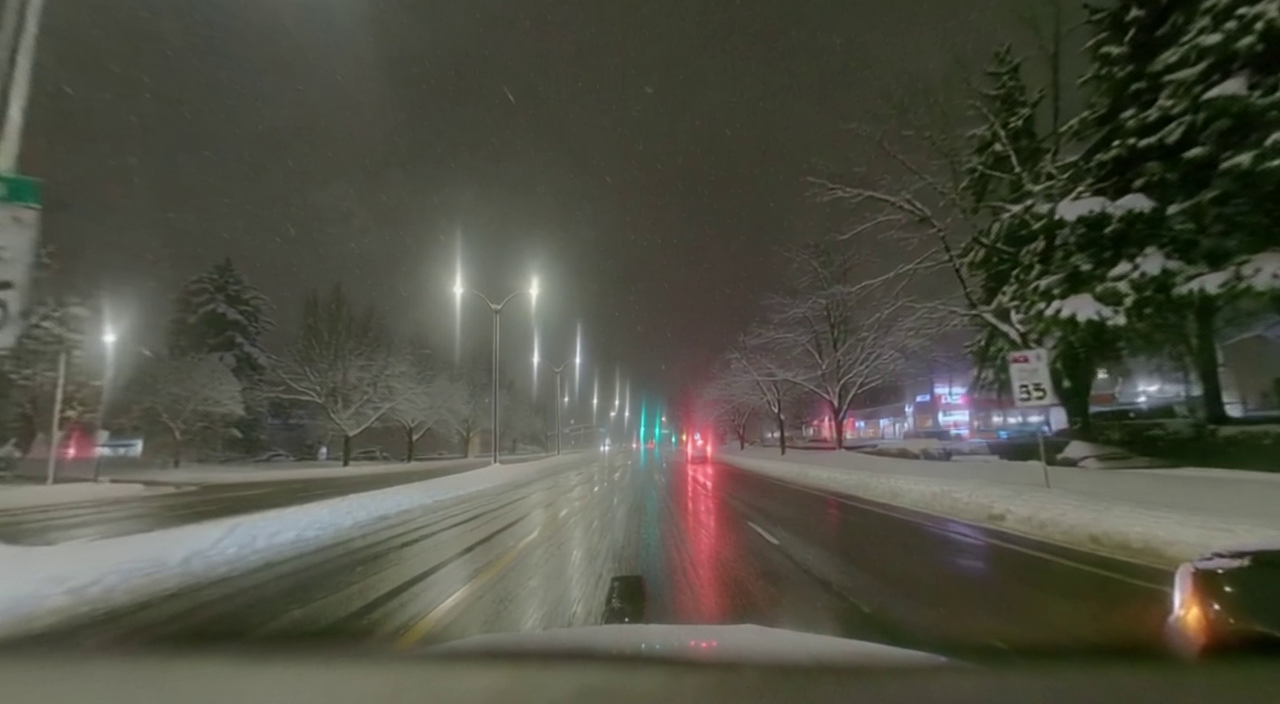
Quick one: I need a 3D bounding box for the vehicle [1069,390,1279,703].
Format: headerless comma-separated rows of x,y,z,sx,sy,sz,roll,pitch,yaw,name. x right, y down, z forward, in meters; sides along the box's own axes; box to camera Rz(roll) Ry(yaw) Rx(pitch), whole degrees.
3.518,0.741,1.265,1.995,1.528,4.732,0,-8,0,vehicle

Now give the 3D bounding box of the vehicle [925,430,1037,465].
17.442,4.911,32.435,4.475,1.739,2.151,0,-8,-1,vehicle

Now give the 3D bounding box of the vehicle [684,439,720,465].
4.269,6.936,43.921,2.007,1.683,4.171,0,-8,-1,vehicle
